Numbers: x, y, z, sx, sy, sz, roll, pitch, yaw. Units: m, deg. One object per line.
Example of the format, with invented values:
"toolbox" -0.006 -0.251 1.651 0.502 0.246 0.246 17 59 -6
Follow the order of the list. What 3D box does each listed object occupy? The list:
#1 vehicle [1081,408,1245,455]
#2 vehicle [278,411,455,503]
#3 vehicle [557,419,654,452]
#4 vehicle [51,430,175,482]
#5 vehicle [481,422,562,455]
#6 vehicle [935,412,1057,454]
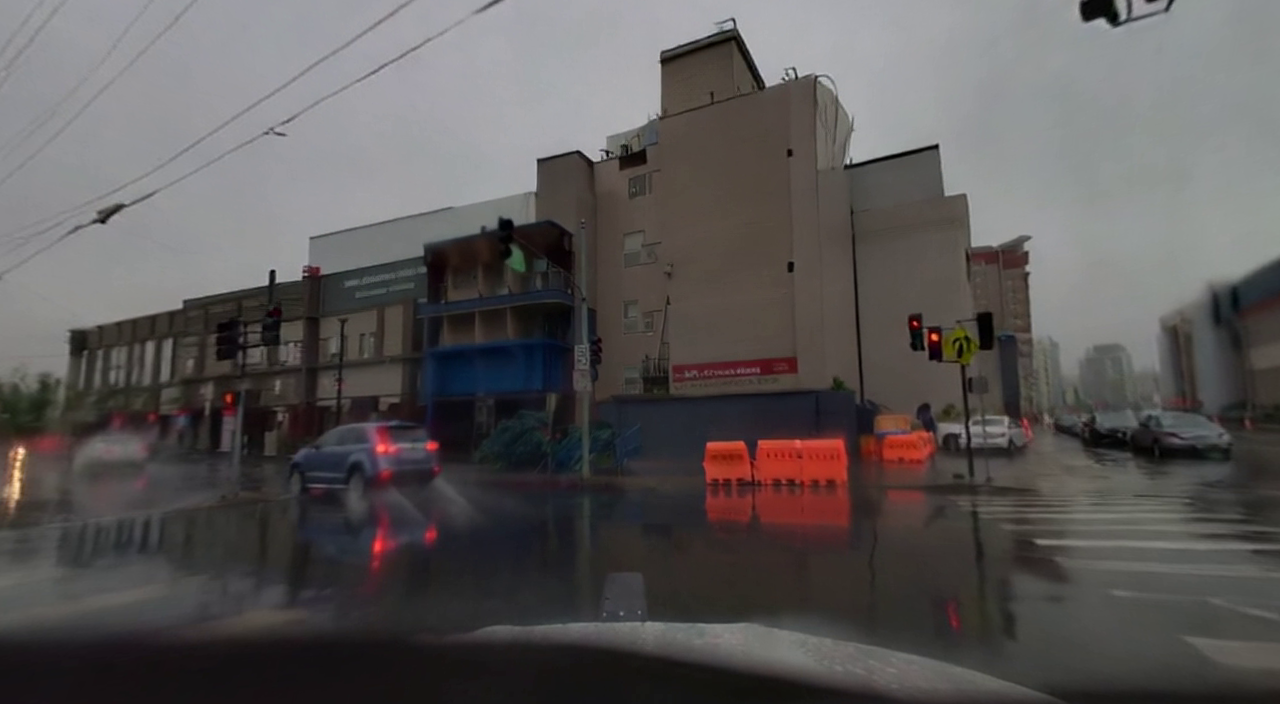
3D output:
"vehicle" 20.320 3.174 24.865 4.550 1.704 1.922 -5 -9 28
"vehicle" -6.842 2.522 15.498 2.256 1.859 5.118 8 -11 -43
"vehicle" -1.995 4.743 35.911 5.080 1.766 2.272 -5 -8 30
"vehicle" -21.736 4.236 25.996 5.548 1.911 2.206 -6 -10 32
"vehicle" -7.247 5.321 38.661 4.593 1.856 2.090 -5 -9 29
"vehicle" 15.349 3.562 27.500 4.382 1.688 1.937 -4 -9 26
